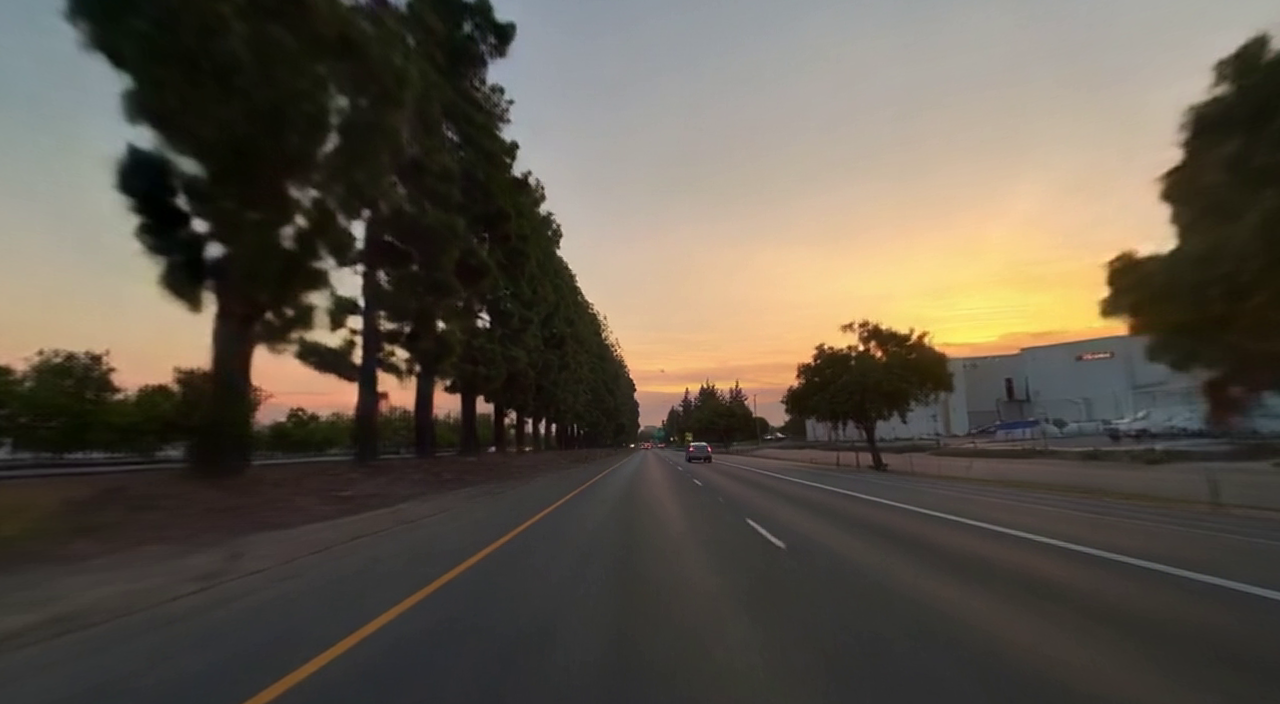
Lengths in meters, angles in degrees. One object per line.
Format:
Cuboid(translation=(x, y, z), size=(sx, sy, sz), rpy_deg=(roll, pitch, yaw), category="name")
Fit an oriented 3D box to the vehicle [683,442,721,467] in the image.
Cuboid(translation=(4.002, 6.645, 41.232), size=(2.062, 1.518, 4.026), rpy_deg=(0, -8, -1), category="vehicle")
